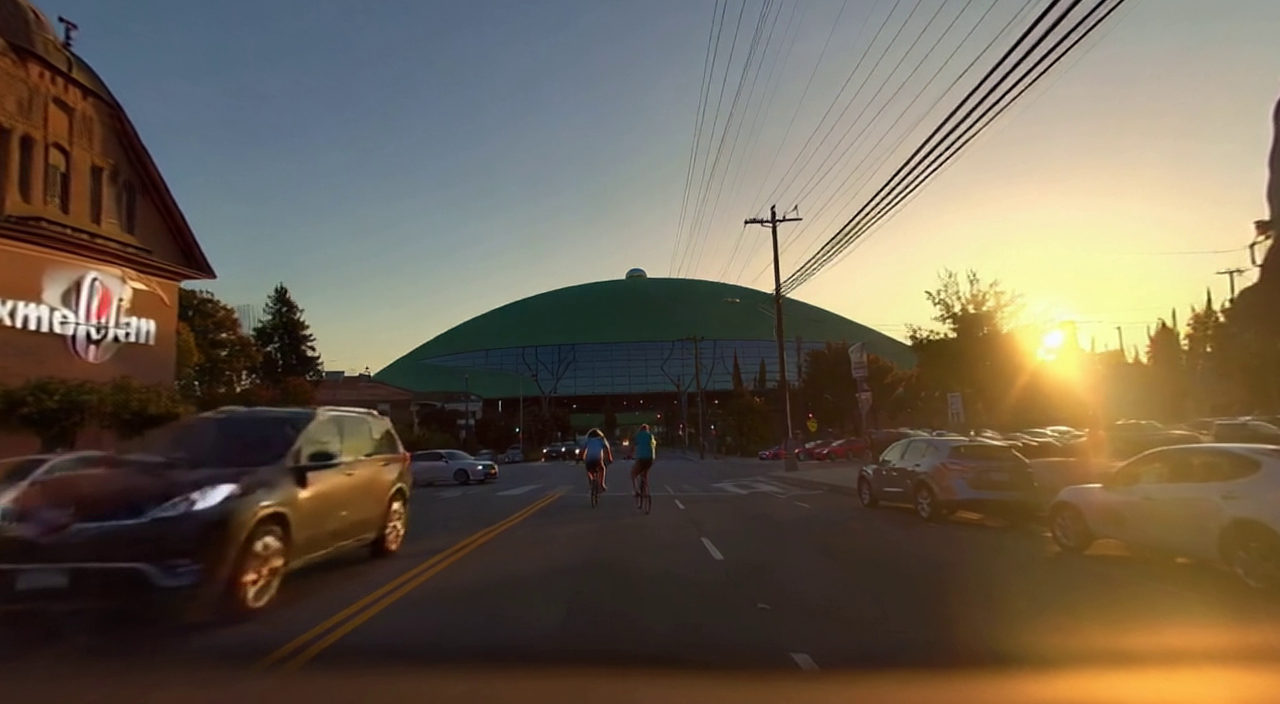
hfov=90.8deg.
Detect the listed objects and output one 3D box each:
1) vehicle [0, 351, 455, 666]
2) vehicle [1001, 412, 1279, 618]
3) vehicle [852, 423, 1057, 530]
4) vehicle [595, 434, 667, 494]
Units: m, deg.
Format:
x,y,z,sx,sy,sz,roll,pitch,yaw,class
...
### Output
x,y,z,sx,sy,sz,roll,pitch,yaw,class
-3.733,1.319,6.447,2.184,1.954,4.898,0,-8,0,vehicle
5.877,1.500,6.526,1.900,1.566,3.995,0,-8,0,vehicle
5.805,2.322,12.318,1.873,1.714,3.979,0,-8,-1,vehicle
-0.282,3.716,21.327,2.190,1.783,4.048,0,-8,0,vehicle
